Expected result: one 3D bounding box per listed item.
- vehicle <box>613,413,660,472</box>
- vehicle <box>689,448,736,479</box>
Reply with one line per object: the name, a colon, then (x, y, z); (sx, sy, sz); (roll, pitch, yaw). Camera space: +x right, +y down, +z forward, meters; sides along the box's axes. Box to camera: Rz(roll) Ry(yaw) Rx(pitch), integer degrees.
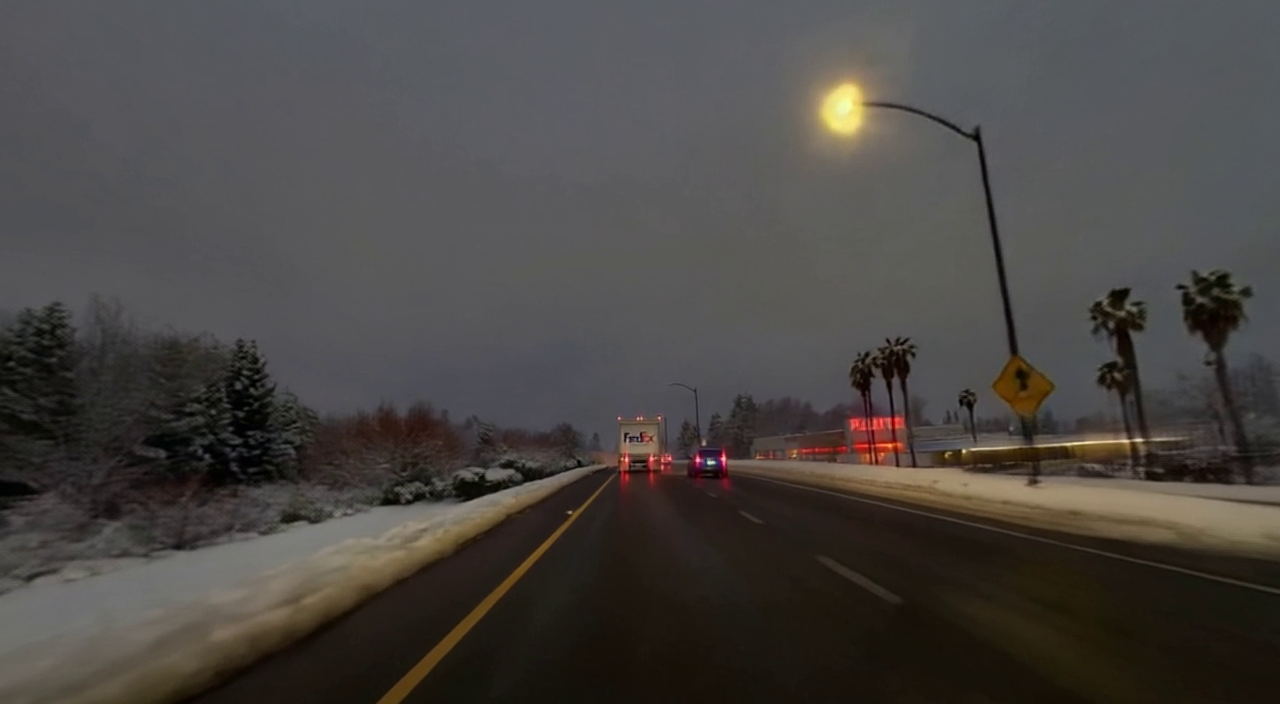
vehicle: (-0.287, 7.226, 49.914); (3.243, 4.134, 11.656); (0, -9, 0)
vehicle: (3.836, 5.968, 33.987); (1.966, 1.558, 4.238); (0, -9, -1)
